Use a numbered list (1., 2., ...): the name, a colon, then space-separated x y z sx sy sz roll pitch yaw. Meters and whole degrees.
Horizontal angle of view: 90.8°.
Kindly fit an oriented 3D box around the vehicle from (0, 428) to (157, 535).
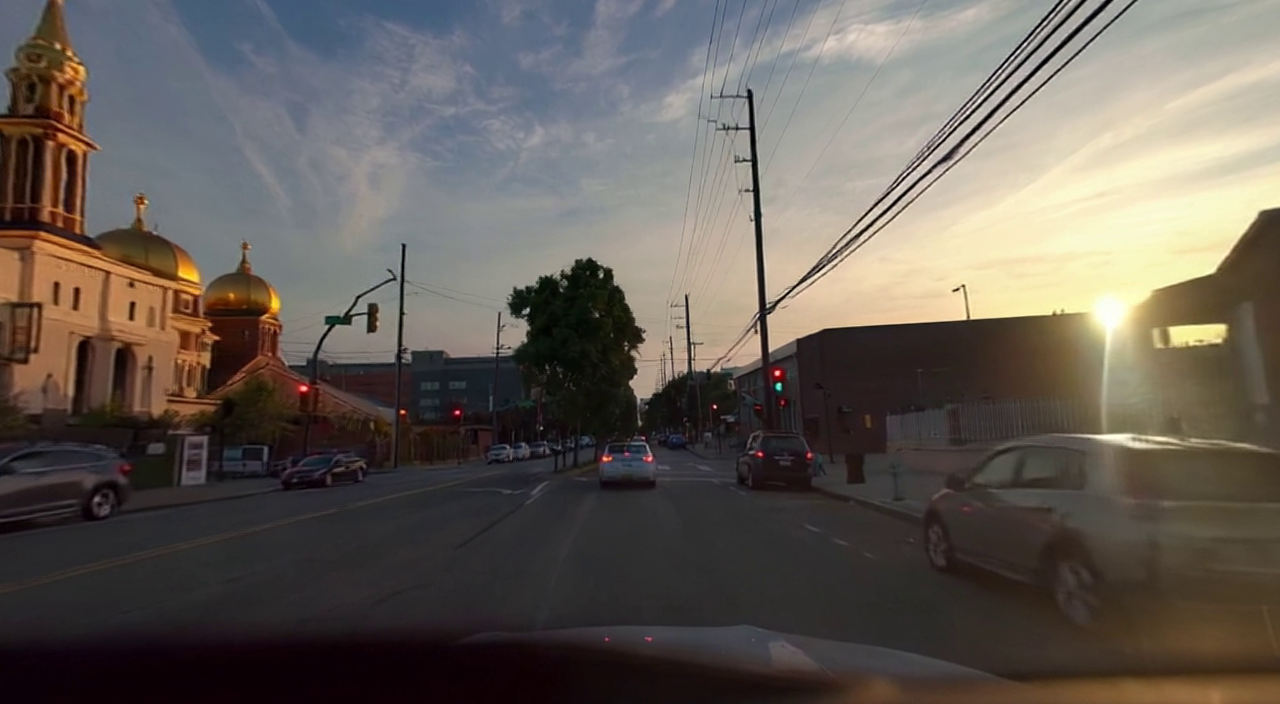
1. vehicle: -12.101 2.459 11.829 2.071 1.814 5.185 -5 -9 0

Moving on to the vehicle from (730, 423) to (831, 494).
1. vehicle: 3.909 3.052 18.365 2.015 1.780 4.261 0 -9 1

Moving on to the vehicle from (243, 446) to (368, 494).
1. vehicle: -11.999 4.233 23.111 1.980 1.502 4.655 -2 -9 1

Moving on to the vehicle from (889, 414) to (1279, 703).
1. vehicle: 3.915 1.317 5.302 2.003 1.524 3.868 0 -5 -1

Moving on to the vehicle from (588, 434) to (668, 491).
1. vehicle: -0.321 3.168 18.452 2.049 1.453 4.299 0 -9 -1
